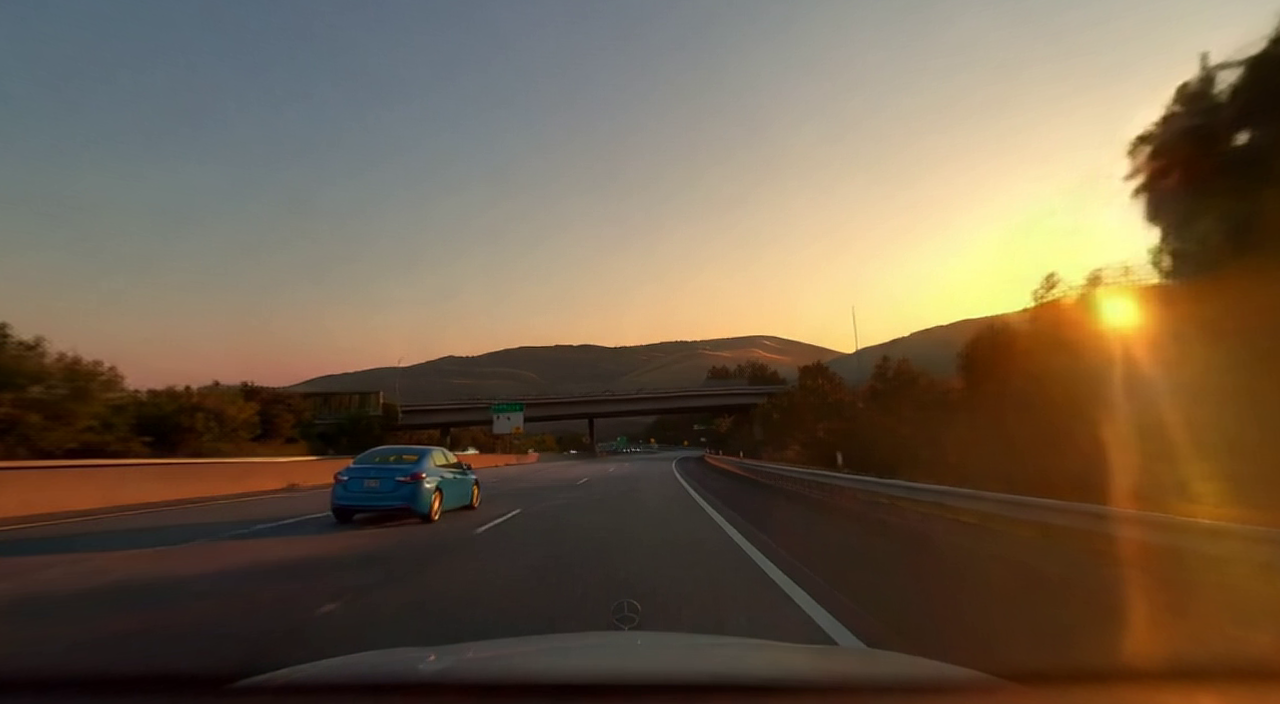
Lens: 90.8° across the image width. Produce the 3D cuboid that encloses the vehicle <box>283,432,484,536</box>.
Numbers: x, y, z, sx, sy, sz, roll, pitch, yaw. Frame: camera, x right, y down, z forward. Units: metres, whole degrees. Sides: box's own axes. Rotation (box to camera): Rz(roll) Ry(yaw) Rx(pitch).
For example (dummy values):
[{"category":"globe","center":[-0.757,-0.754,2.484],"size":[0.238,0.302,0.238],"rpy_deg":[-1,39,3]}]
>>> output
[{"category":"vehicle","center":[-4.261,2.238,11.240],"size":[1.928,1.504,3.745],"rpy_deg":[0,-9,1]}]
